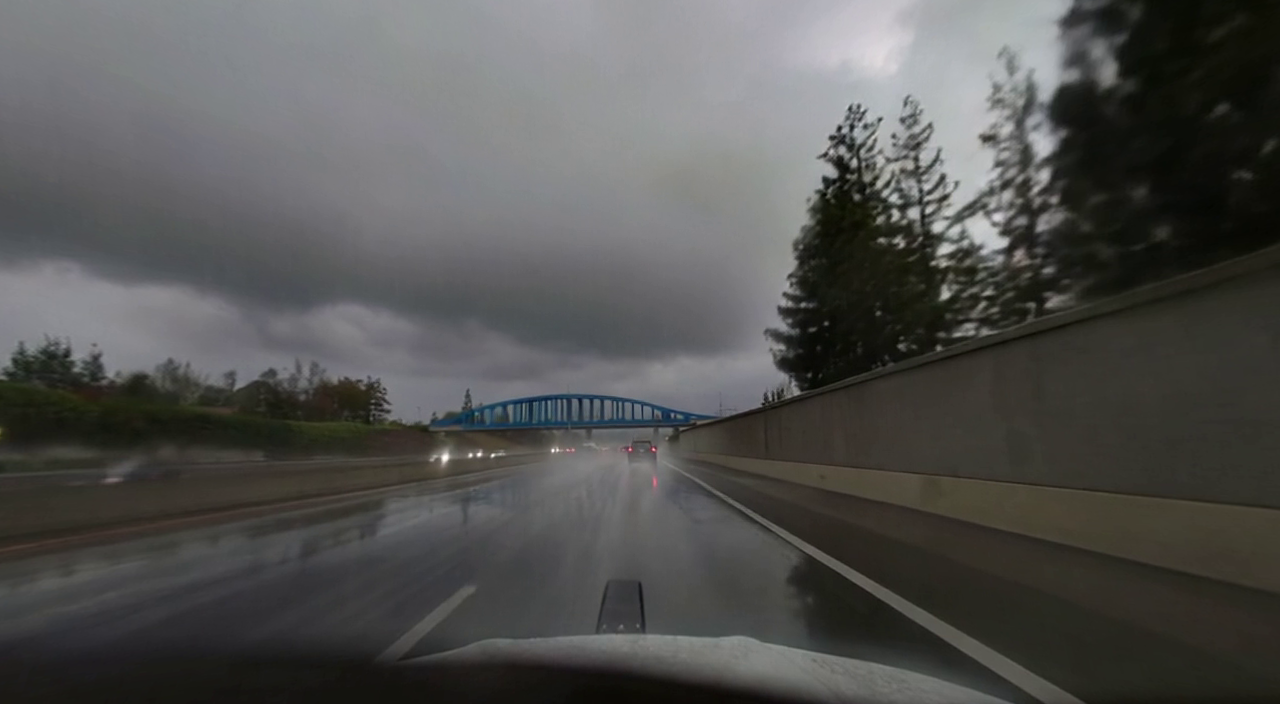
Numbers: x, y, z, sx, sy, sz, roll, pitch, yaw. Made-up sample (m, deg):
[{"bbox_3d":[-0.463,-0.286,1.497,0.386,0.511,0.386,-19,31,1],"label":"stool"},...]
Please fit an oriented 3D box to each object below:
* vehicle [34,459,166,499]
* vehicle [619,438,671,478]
[{"bbox_3d":[-22.005,5.160,25.975,1.874,1.388,4.072,0,-9,-1],"label":"vehicle"},{"bbox_3d":[0.194,5.027,30.162,2.299,1.716,4.579,0,-9,-1],"label":"vehicle"}]
